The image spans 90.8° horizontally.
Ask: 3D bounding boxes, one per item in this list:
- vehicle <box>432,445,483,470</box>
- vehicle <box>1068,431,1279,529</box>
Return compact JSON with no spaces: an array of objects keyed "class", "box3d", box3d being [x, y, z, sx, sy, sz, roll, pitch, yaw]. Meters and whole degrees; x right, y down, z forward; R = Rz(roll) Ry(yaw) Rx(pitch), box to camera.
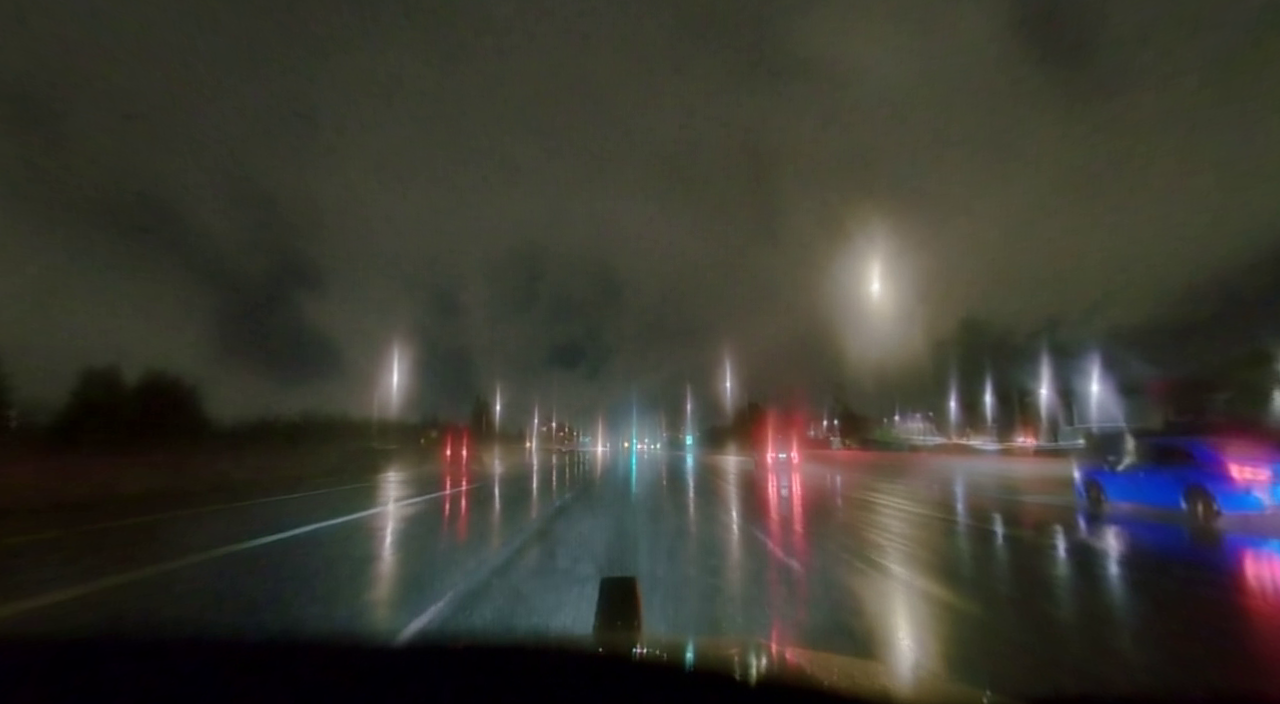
[{"class":"vehicle","box3d":[-11.412,6.601,39.835,1.921,1.452,4.429,0,-8,0]},{"class":"vehicle","box3d":[10.711,2.287,11.963,1.985,1.493,4.486,0,-8,-1]}]
